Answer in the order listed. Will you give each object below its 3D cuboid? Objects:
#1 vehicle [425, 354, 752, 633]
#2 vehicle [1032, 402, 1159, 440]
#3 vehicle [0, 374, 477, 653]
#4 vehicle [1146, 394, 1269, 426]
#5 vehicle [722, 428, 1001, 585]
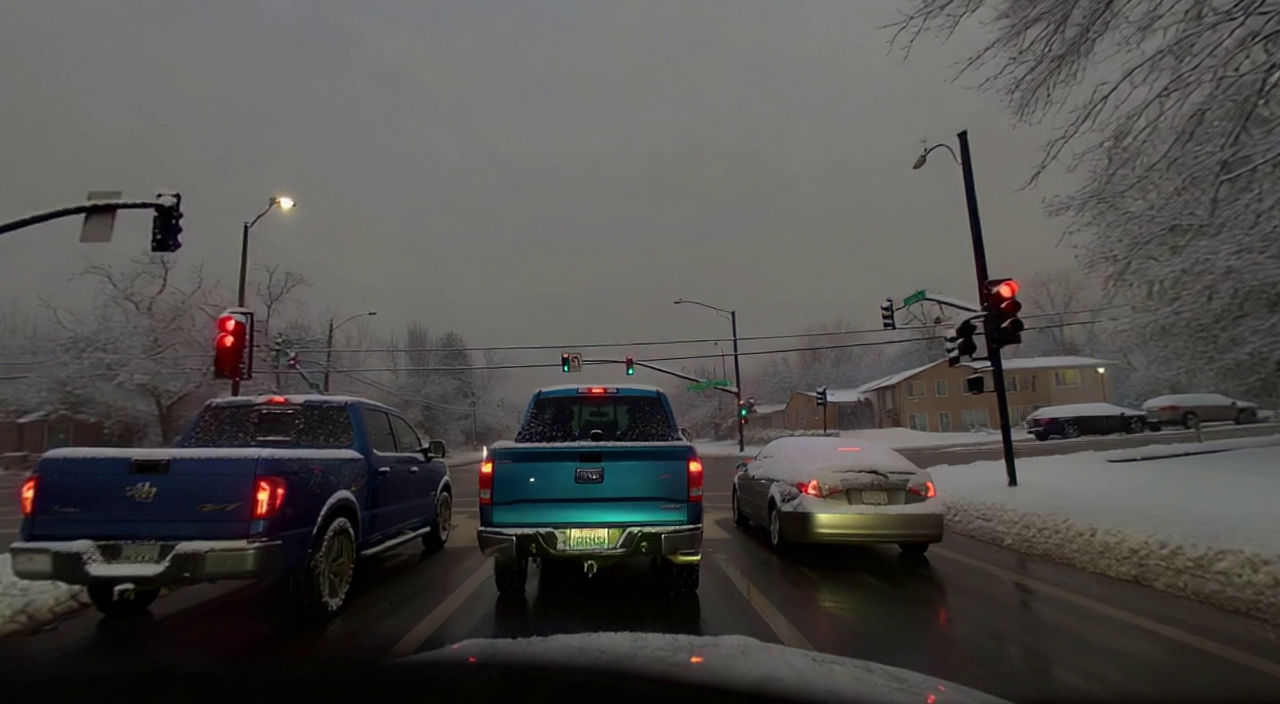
[{"bbox_3d":[-0.392,1.312,6.738,2.282,1.964,4.421,0,-9,-1],"label":"vehicle"},{"bbox_3d":[23.303,3.588,32.480,4.721,1.866,2.188,0,-9,2],"label":"vehicle"},{"bbox_3d":[-3.452,1.445,6.830,2.146,1.828,5.148,0,-9,-2],"label":"vehicle"},{"bbox_3d":[29.280,3.038,32.682,4.540,1.543,1.803,0,-9,0],"label":"vehicle"},{"bbox_3d":[2.415,1.813,8.291,2.016,1.481,4.336,0,-9,-1],"label":"vehicle"}]
